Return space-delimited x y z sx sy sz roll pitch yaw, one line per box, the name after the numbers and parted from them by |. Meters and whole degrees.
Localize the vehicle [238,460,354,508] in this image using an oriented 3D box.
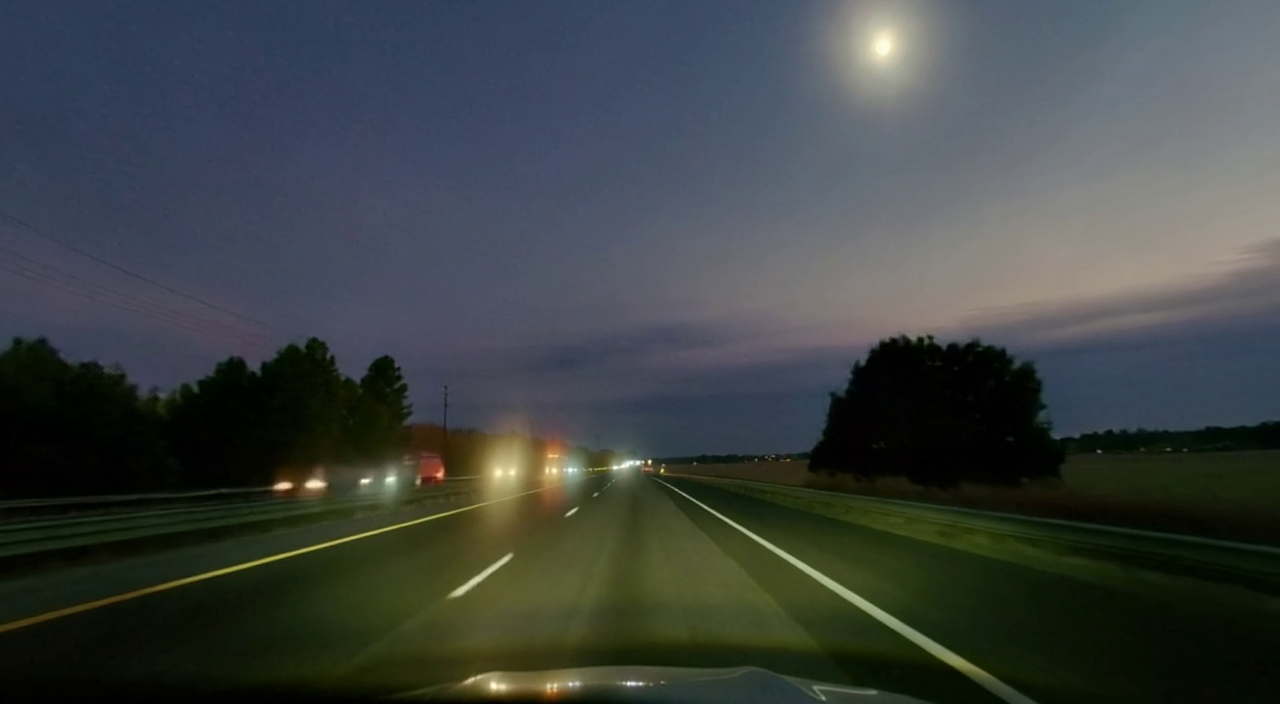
-11.578 4.471 21.540 1.784 1.437 3.855 1 -10 0 | vehicle

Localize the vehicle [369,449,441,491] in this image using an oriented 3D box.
-16.444 8.343 44.548 2.614 2.682 5.913 0 -10 2 | vehicle

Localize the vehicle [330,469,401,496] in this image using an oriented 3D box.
-16.392 7.793 37.921 2.063 1.449 4.723 1 -10 0 | vehicle
